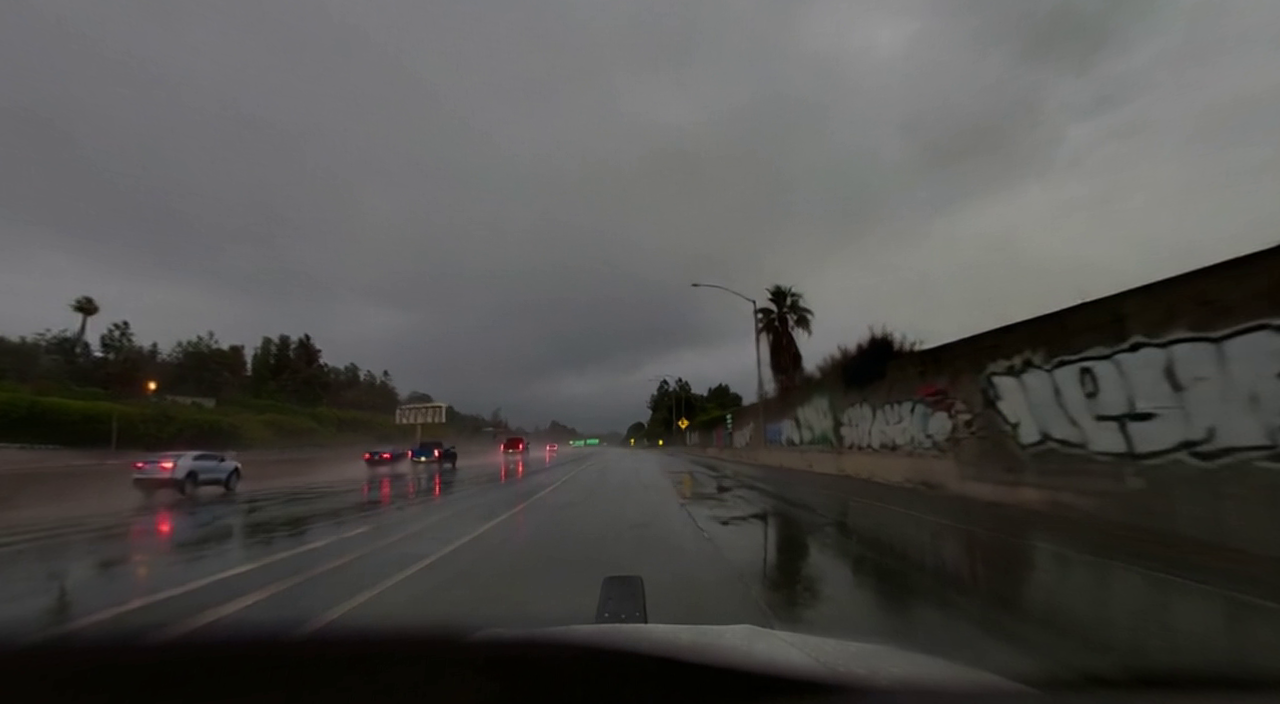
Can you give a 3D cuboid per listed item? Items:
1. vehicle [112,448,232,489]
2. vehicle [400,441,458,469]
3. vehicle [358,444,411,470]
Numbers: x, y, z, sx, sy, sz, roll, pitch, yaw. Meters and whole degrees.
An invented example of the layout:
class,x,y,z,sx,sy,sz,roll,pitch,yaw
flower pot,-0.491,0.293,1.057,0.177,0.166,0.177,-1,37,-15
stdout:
class,x,y,z,sx,sy,sz,roll,pitch,yaw
vehicle,-23.033,5.703,31.368,2.158,1.795,5.013,0,-9,0
vehicle,-15.336,7.505,46.235,2.272,1.882,5.941,0,-9,-1
vehicle,-19.210,7.879,47.639,2.078,1.802,4.723,0,-9,-1
